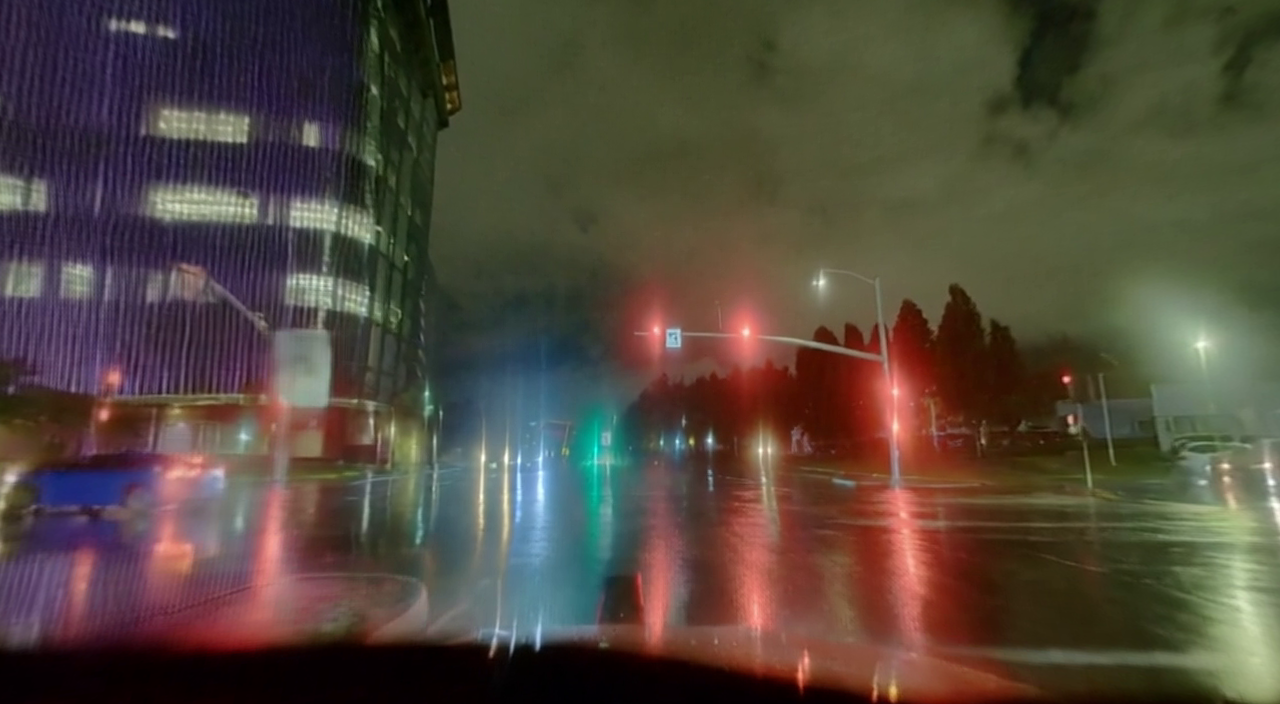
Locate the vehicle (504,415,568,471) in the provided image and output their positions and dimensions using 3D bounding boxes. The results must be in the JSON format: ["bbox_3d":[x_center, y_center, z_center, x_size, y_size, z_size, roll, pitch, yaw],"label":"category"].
[{"bbox_3d":[-7.920,7.198,49.652,3.109,3.888,11.000,0,-9,0],"label":"vehicle"}]

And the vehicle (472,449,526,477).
[{"bbox_3d":[-8.432,6.664,37.979,2.113,1.535,4.504,0,-9,1],"label":"vehicle"}]

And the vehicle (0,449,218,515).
[{"bbox_3d":[-13.630,3.279,16.237,4.197,1.525,2.014,-1,-9,10],"label":"vehicle"}]

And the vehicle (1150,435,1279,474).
[{"bbox_3d":[24.290,4.281,26.504,2.021,1.484,4.454,0,-9,2],"label":"vehicle"}]
